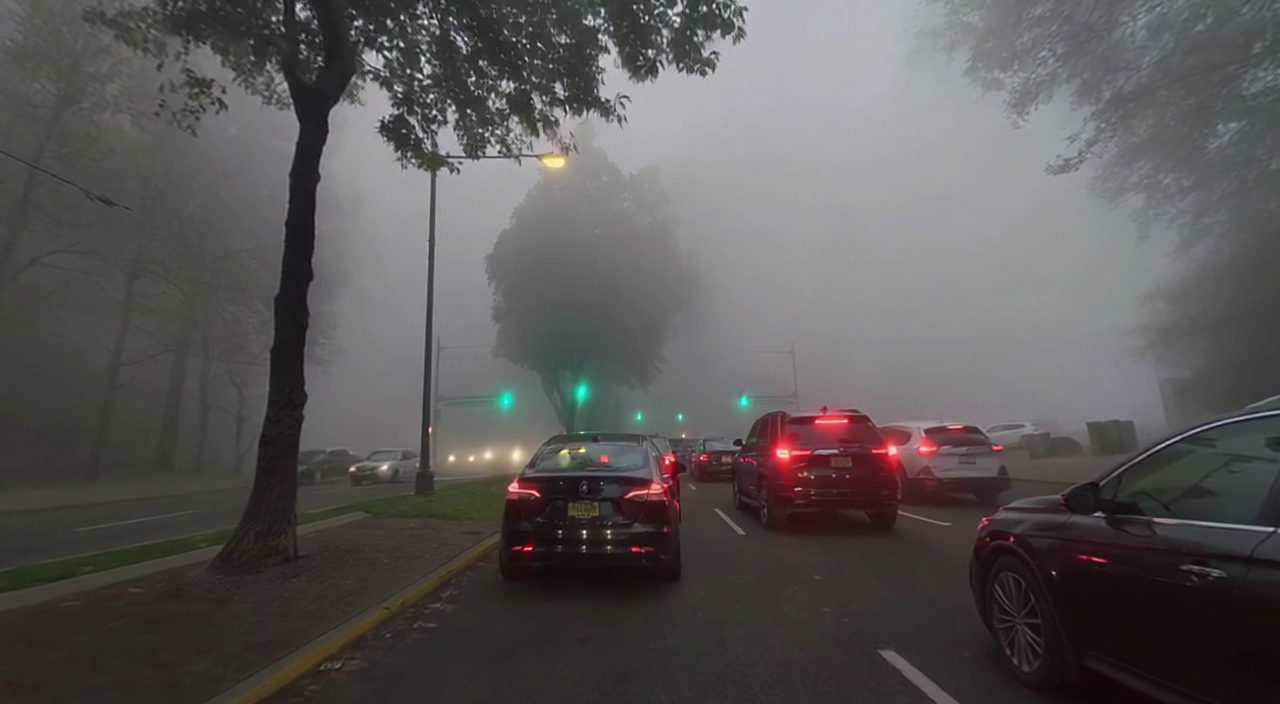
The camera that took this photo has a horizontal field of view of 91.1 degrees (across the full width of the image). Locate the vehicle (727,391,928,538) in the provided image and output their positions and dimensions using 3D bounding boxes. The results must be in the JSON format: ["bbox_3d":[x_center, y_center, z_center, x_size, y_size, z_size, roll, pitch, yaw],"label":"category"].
[{"bbox_3d":[3.574,2.317,13.569,2.516,2.481,5.766,0,-8,0],"label":"vehicle"}]

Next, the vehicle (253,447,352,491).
[{"bbox_3d":[-16.126,5.563,30.361,2.077,1.925,4.626,0,-8,2],"label":"vehicle"}]

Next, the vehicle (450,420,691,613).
[{"bbox_3d":[-0.586,1.746,7.611,2.111,1.676,4.018,0,-8,1],"label":"vehicle"}]

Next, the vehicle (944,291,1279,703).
[{"bbox_3d":[3.159,0.795,2.189,1.982,1.960,4.427,0,-8,1],"label":"vehicle"}]

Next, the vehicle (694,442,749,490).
[{"bbox_3d":[3.008,4.268,23.933,1.518,1.650,4.408,0,-8,1],"label":"vehicle"}]

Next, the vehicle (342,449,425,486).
[{"bbox_3d":[-12.511,5.650,31.047,2.005,1.660,4.676,0,-8,2],"label":"vehicle"}]
